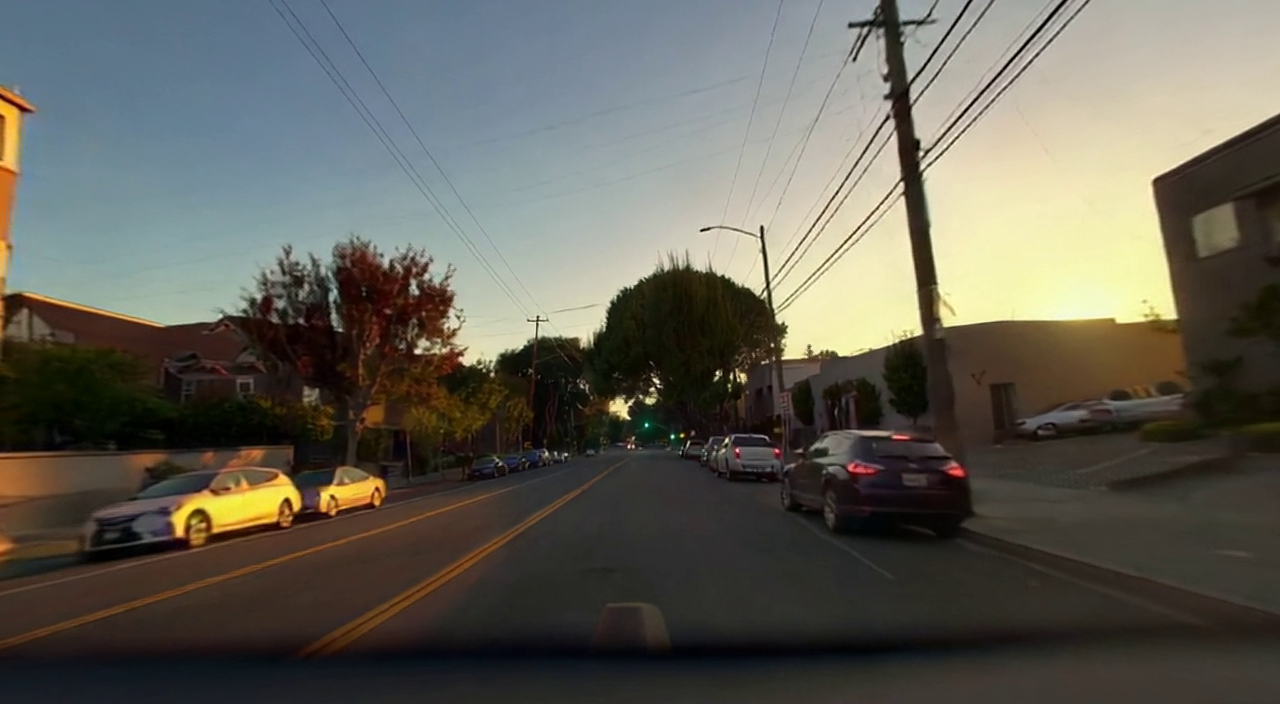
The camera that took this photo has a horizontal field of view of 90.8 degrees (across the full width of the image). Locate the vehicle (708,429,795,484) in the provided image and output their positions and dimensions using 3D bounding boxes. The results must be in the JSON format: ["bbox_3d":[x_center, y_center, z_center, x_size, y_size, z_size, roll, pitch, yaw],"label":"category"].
[{"bbox_3d":[3.889,3.766,22.996,2.225,1.759,4.817,0,-9,-1],"label":"vehicle"}]

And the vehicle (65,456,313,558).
[{"bbox_3d":[-9.364,3.194,13.734,2.061,1.748,4.316,-1,-9,2],"label":"vehicle"}]

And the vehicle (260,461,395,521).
[{"bbox_3d":[-9.156,4.089,19.010,1.818,1.469,4.349,-1,-9,0],"label":"vehicle"}]

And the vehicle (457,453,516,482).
[{"bbox_3d":[-8.850,6.665,36.862,2.208,1.508,4.590,-1,-9,1],"label":"vehicle"}]

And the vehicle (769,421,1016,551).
[{"bbox_3d":[3.728,2.067,10.502,2.089,1.638,4.628,0,-9,-1],"label":"vehicle"}]
